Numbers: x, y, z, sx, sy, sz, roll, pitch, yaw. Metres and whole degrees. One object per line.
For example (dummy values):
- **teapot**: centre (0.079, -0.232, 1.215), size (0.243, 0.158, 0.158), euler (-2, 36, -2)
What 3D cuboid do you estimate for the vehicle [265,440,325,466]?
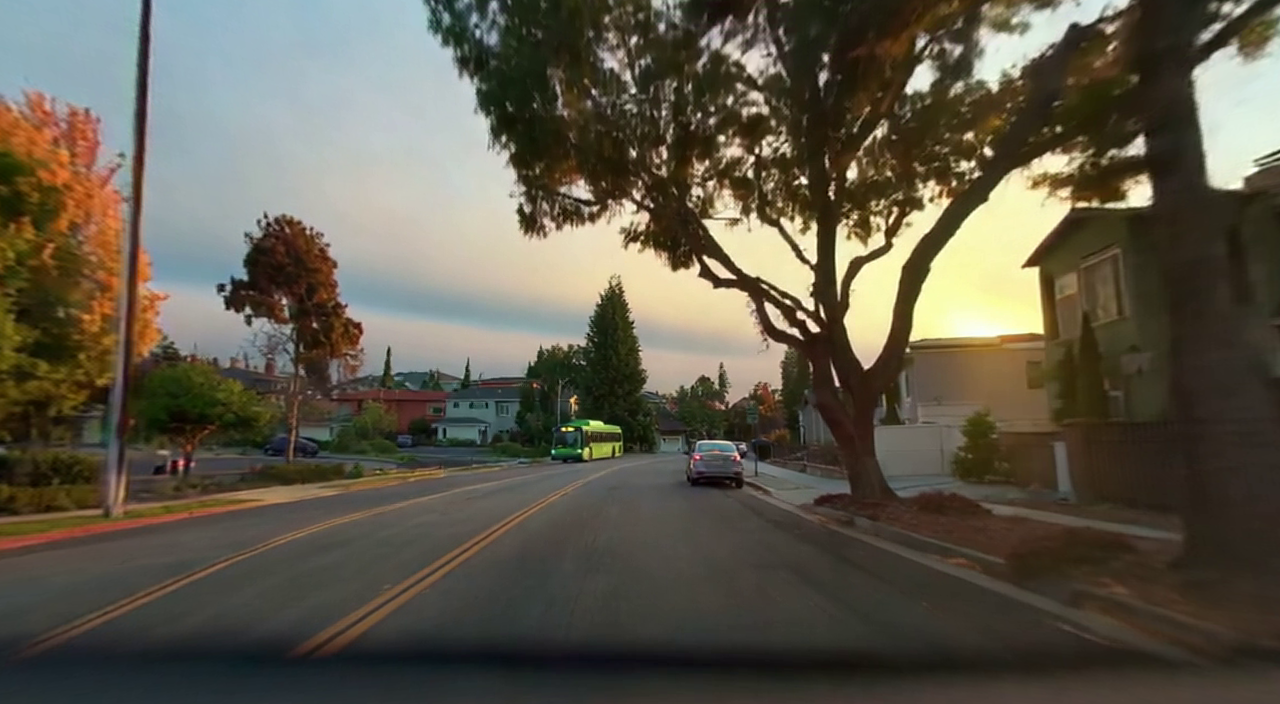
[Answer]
- **vehicle**: centre (-24.876, 7.271, 45.737), size (2.006, 1.766, 4.685), euler (1, -9, -6)

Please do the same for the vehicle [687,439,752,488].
- **vehicle**: centre (2.781, 3.982, 22.840), size (1.984, 1.601, 3.994), euler (0, -9, 2)
